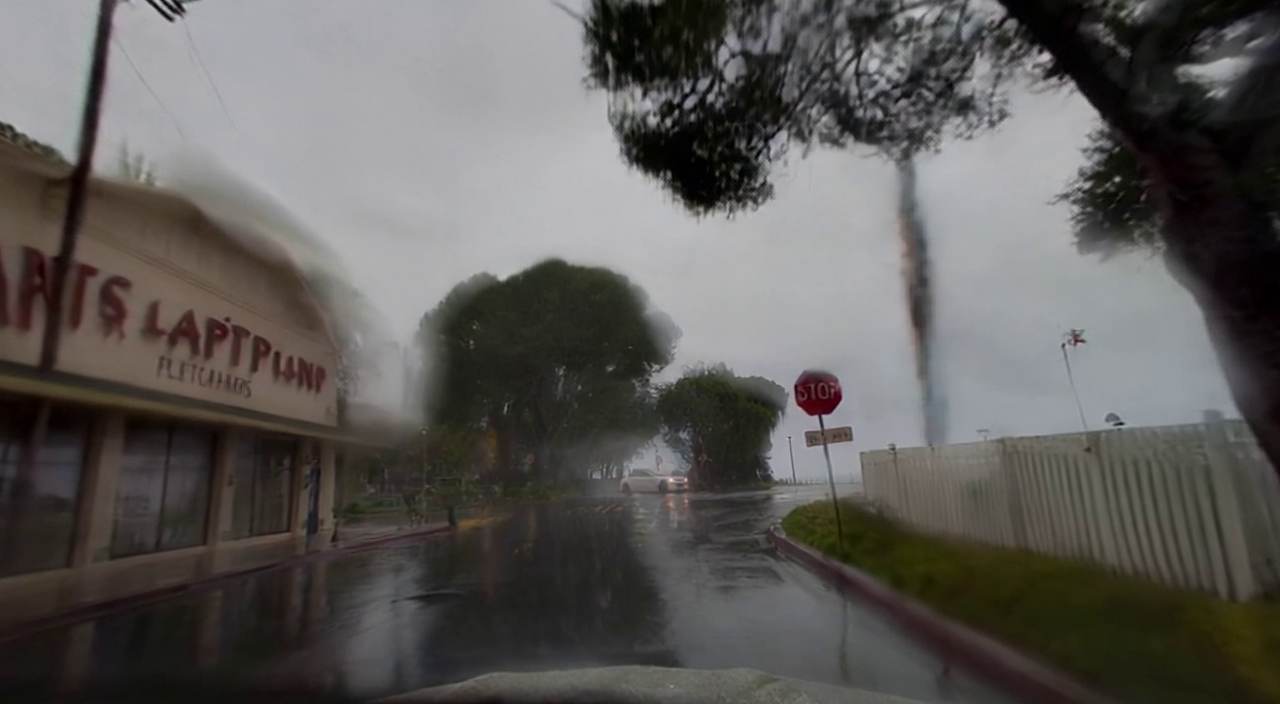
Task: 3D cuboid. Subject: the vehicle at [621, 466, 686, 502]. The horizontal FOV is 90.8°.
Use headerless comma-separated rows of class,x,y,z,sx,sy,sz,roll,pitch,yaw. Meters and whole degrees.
vehicle,0.562,6.563,31.877,2.112,1.479,5.323,2,-9,-12
